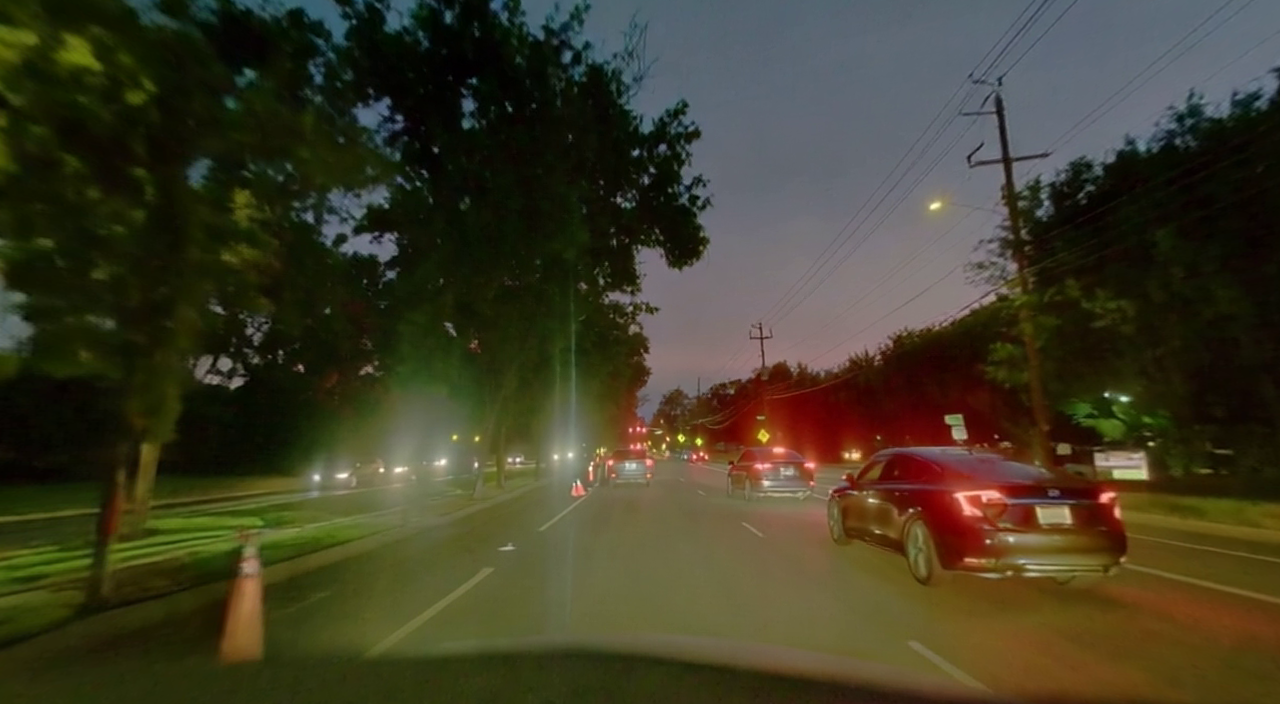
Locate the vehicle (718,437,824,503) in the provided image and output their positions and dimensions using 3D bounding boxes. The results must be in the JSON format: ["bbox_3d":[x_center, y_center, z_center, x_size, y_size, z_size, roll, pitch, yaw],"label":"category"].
[{"bbox_3d":[3.800,3.489,19.245,2.116,1.726,4.672,0,-8,-1],"label":"vehicle"}]

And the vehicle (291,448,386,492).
[{"bbox_3d":[-16.050,6.284,34.120,2.258,2.072,5.695,-1,-8,1],"label":"vehicle"}]

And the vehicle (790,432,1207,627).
[{"bbox_3d":[3.331,1.701,7.224,1.977,1.460,4.565,0,-8,-2],"label":"vehicle"}]

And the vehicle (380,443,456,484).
[{"bbox_3d":[-12.394,6.232,35.779,2.223,2.091,6.044,0,-8,-1],"label":"vehicle"}]

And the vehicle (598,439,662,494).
[{"bbox_3d":[-0.331,3.989,22.408,2.050,1.745,3.915,-1,-8,0],"label":"vehicle"}]
